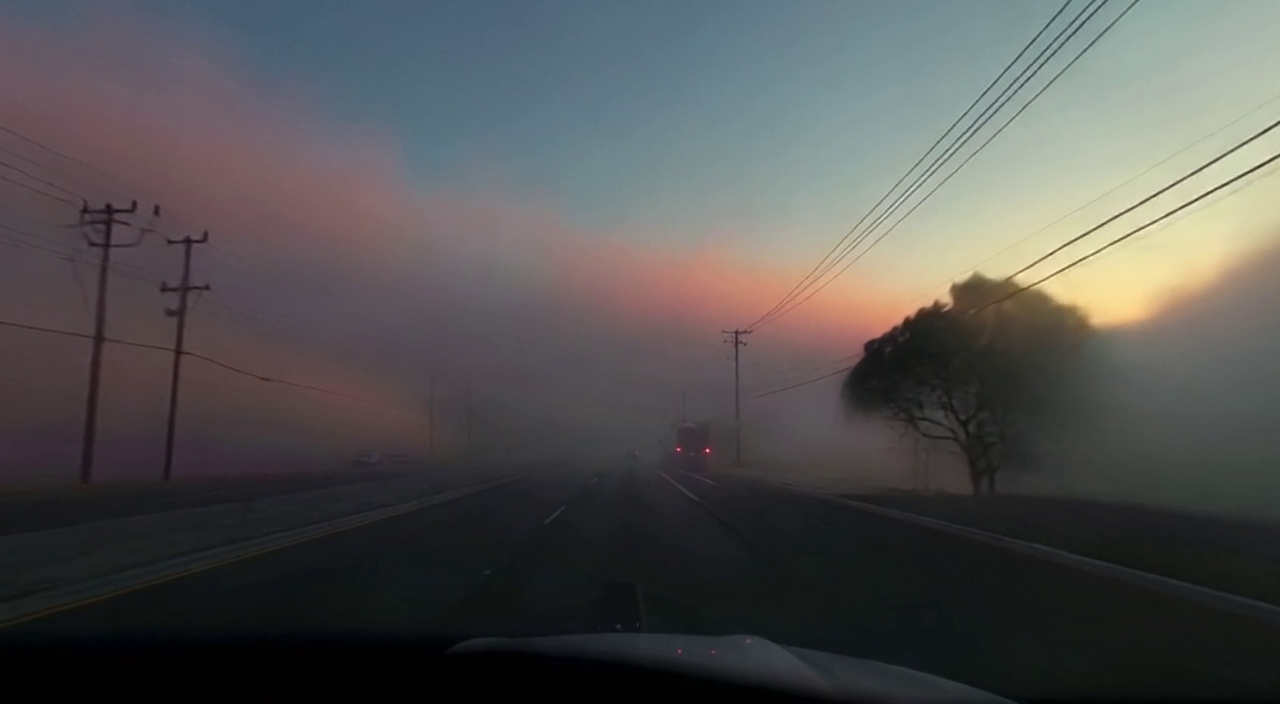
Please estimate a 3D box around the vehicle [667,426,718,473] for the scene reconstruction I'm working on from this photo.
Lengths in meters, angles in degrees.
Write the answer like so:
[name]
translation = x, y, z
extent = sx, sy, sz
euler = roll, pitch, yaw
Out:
[vehicle]
translation = 3.448, 6.678, 43.295
extent = 2.706, 2.880, 7.117
euler = 0, -8, -2
